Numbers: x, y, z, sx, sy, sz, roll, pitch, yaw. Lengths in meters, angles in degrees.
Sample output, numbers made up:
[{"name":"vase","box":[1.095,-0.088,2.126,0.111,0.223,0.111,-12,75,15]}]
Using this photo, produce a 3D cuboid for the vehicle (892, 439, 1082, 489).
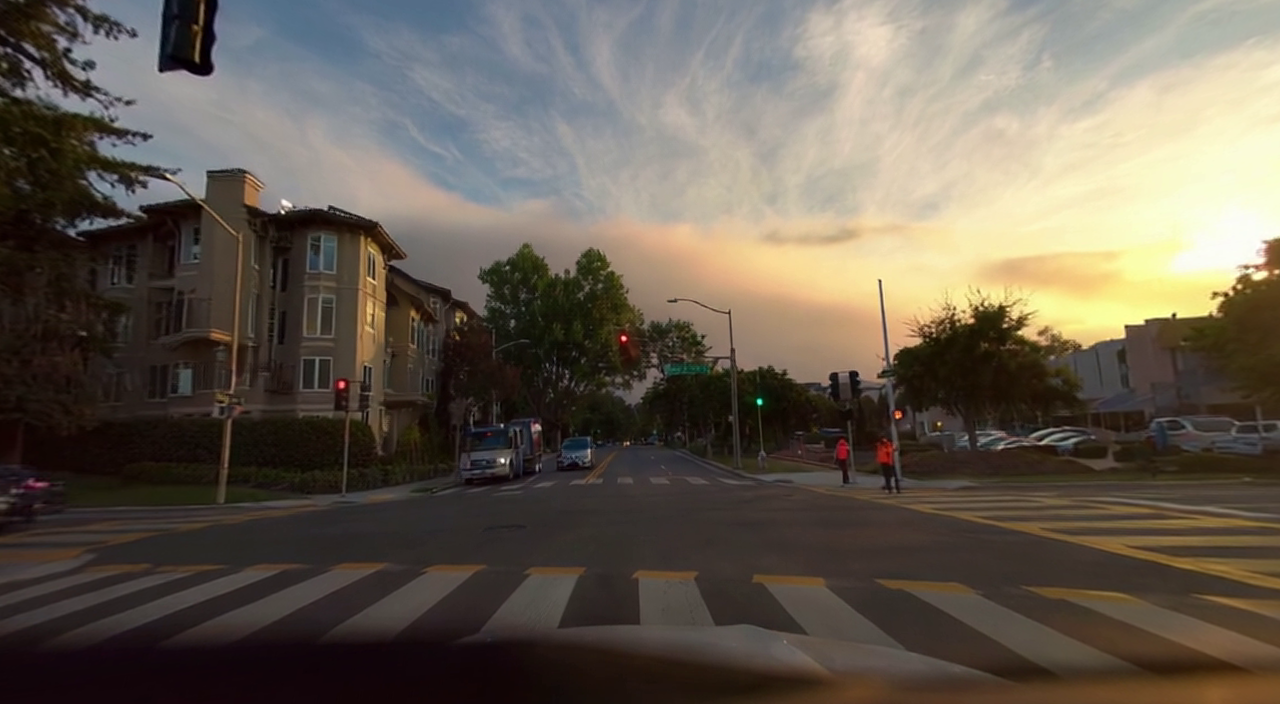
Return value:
[{"name":"vehicle","box":[11.235,3.642,20.830,5.158,1.470,2.012,-5,-10,27]}]

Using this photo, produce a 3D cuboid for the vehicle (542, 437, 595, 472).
[{"name":"vehicle","box":[-3.665,5.369,33.328,2.302,1.708,4.764,0,-8,0]}]

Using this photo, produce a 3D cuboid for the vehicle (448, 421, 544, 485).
[{"name":"vehicle","box":[-6.468,4.689,29.609,2.896,2.560,7.322,0,-8,-1]}]

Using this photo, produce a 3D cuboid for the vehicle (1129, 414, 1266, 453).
[{"name":"vehicle","box":[33.295,4.924,37.887,5.969,2.225,2.458,0,-9,-4]}]
